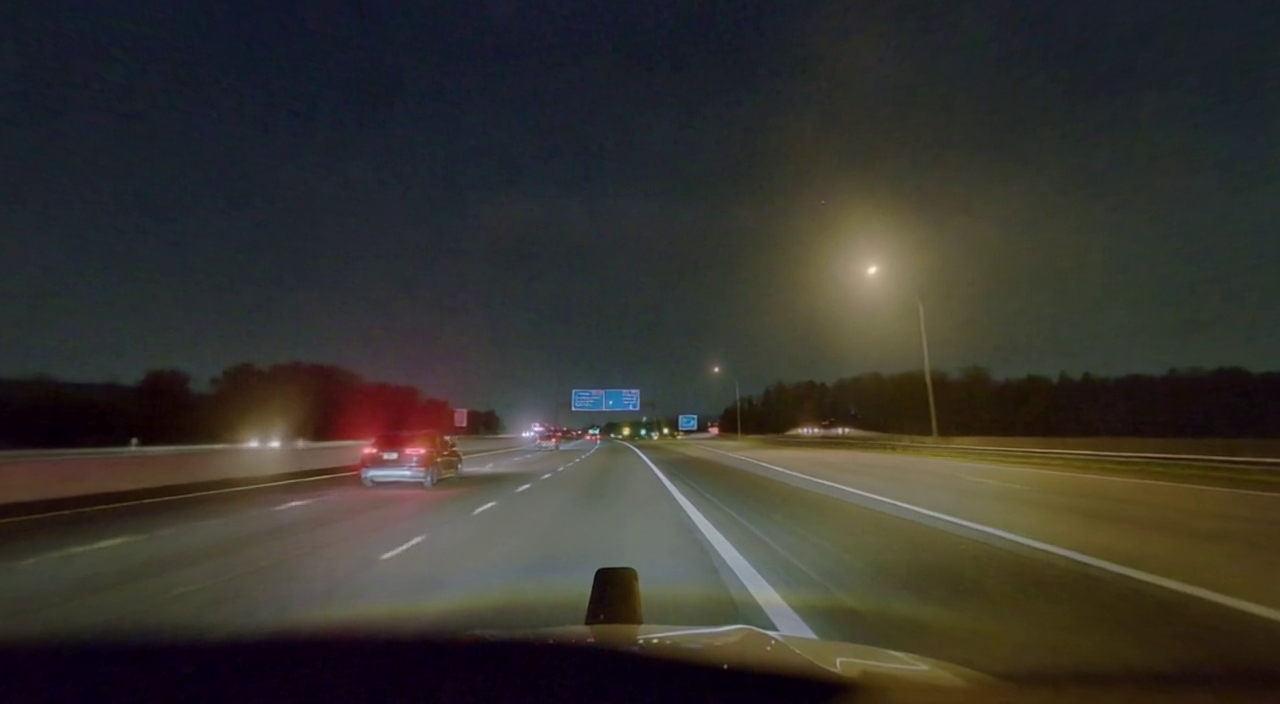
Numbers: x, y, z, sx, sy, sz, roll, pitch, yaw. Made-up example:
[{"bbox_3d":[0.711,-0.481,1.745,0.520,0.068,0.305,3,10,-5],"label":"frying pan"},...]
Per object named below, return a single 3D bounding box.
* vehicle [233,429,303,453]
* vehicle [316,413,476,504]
[{"bbox_3d":[-26.129,6.277,44.350,1.860,1.550,5.136,0,-8,-1],"label":"vehicle"},{"bbox_3d":[-5.228,2.319,14.172,2.007,1.727,4.040,0,-8,-1],"label":"vehicle"}]
